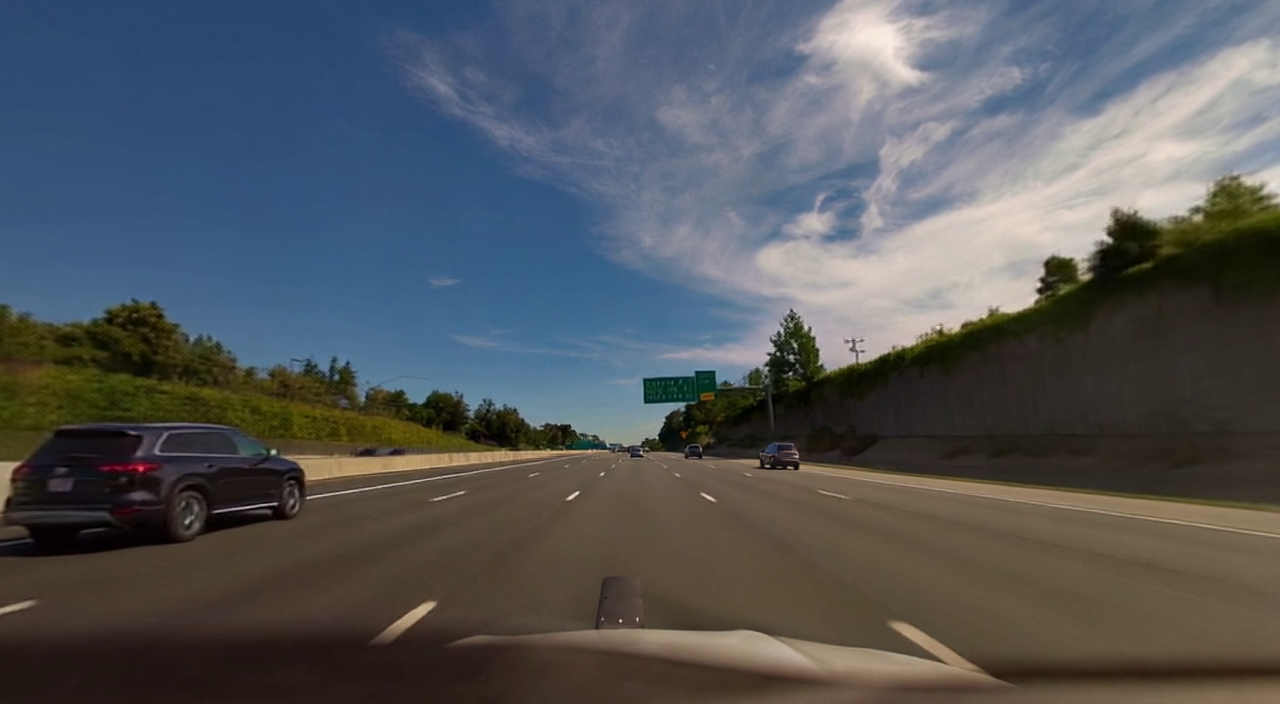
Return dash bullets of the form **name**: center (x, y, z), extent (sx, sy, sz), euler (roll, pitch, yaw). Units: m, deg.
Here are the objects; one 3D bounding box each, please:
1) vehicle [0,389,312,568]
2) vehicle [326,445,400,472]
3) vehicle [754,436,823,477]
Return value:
- **vehicle**: center (-7.692, 1.816, 9.724), extent (2.431, 2.005, 5.166), euler (0, -9, 0)
- **vehicle**: center (-18.731, 7.231, 42.972), extent (2.294, 1.719, 5.798), euler (0, -9, 1)
- **vehicle**: center (7.000, 4.995, 30.253), extent (2.167, 1.781, 4.340), euler (0, -9, -1)
